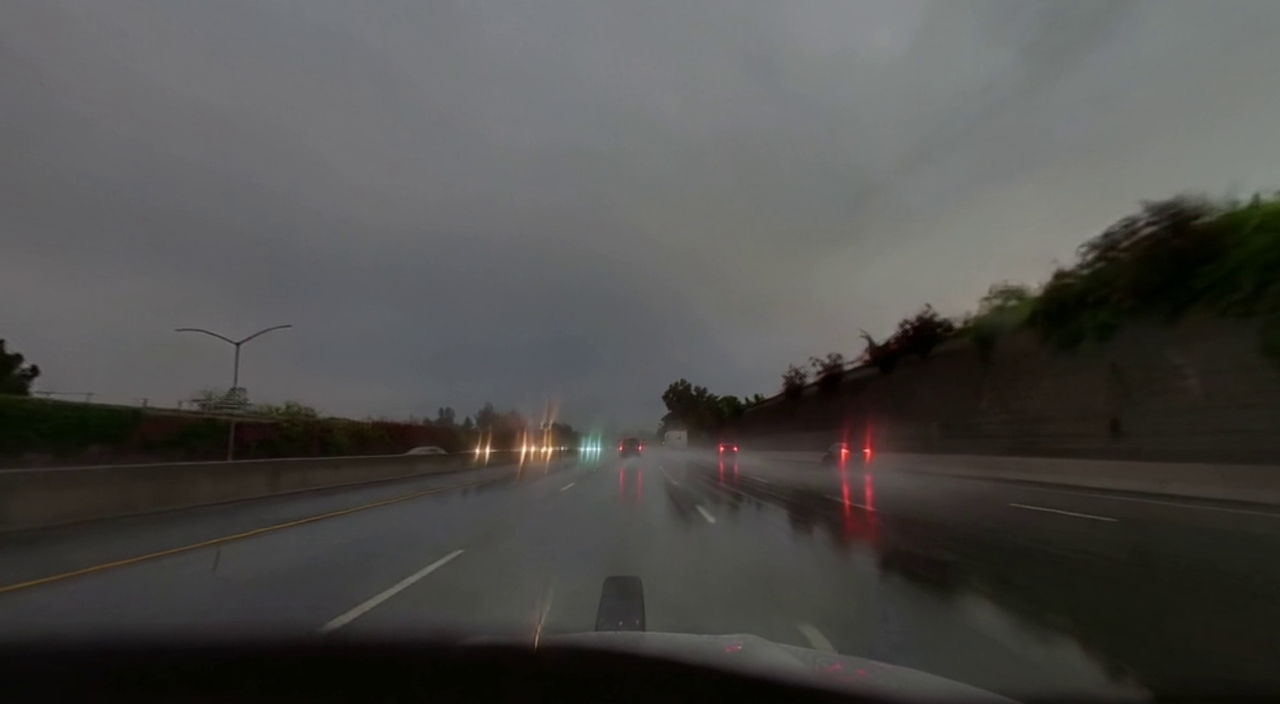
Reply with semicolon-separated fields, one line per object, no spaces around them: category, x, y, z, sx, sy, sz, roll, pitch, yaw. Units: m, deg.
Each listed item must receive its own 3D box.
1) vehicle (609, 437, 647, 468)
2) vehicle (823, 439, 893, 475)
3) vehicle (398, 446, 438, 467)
vehicle;-0.726;6.066;38.168;2.121;1.739;4.087;0;-8;-1
vehicle;11.099;5.355;32.462;1.912;1.673;4.438;0;-8;-1
vehicle;-14.915;7.027;42.652;1.486;1.365;3.227;0;-8;1
